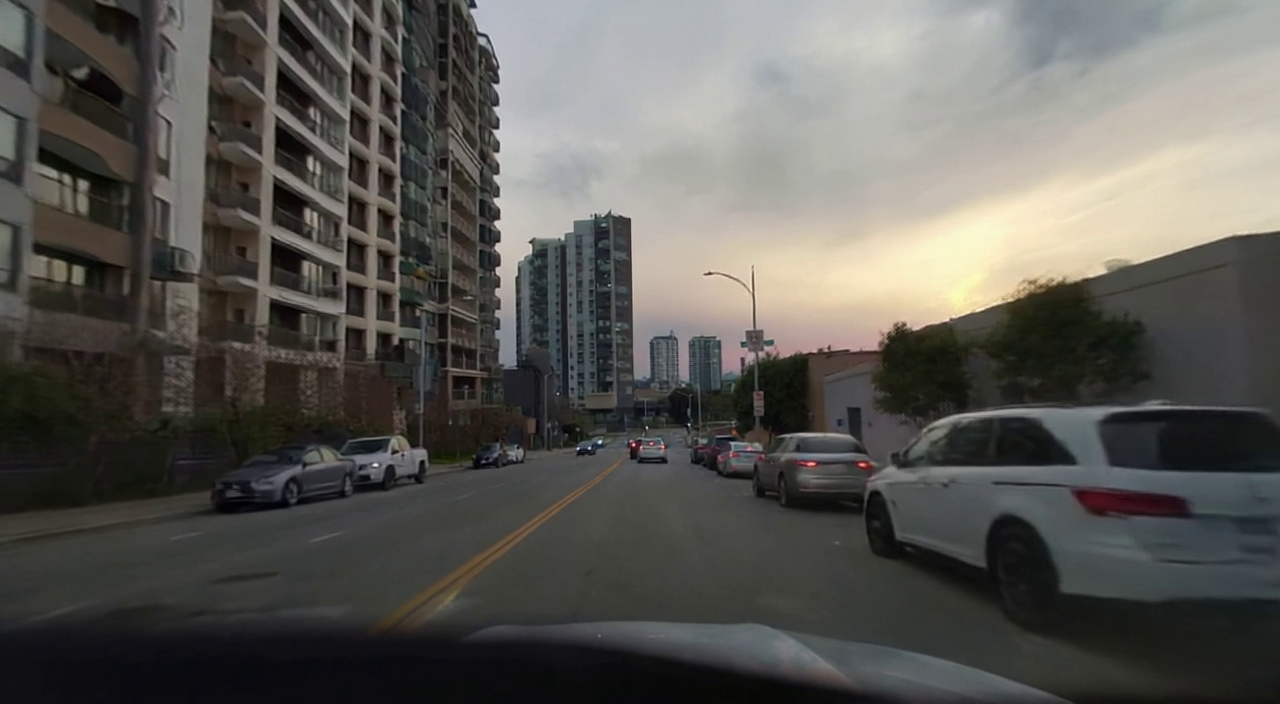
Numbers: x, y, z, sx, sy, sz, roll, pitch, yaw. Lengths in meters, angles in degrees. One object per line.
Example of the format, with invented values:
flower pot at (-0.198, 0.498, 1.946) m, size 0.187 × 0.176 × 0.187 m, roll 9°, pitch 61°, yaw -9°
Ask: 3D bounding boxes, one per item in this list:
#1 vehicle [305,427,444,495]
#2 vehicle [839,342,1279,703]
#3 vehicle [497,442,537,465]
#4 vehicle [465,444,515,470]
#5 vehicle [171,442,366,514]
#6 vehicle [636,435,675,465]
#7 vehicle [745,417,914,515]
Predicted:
vehicle at (-8.986, 3.740, 22.095) m, size 2.457 × 2.048 × 5.461 m, roll 0°, pitch -8°, yaw 0°
vehicle at (3.824, 1.232, 5.743) m, size 2.327 × 1.864 × 4.981 m, roll 0°, pitch -8°, yaw -1°
vehicle at (-8.788, 7.254, 45.342) m, size 2.002 × 1.546 × 4.339 m, roll 0°, pitch -8°, yaw 0°
vehicle at (-8.800, 6.186, 37.388) m, size 2.021 × 1.474 × 4.337 m, roll 0°, pitch -8°, yaw -1°
vehicle at (-9.213, 3.119, 16.232) m, size 2.089 × 1.549 × 4.597 m, roll -1°, pitch -8°, yaw 2°
vehicle at (0.928, 5.982, 38.616) m, size 2.261 × 1.740 × 4.065 m, roll 0°, pitch -8°, yaw 1°
vehicle at (3.939, 2.478, 14.200) m, size 2.260 × 1.789 × 4.810 m, roll 0°, pitch -8°, yaw -1°
